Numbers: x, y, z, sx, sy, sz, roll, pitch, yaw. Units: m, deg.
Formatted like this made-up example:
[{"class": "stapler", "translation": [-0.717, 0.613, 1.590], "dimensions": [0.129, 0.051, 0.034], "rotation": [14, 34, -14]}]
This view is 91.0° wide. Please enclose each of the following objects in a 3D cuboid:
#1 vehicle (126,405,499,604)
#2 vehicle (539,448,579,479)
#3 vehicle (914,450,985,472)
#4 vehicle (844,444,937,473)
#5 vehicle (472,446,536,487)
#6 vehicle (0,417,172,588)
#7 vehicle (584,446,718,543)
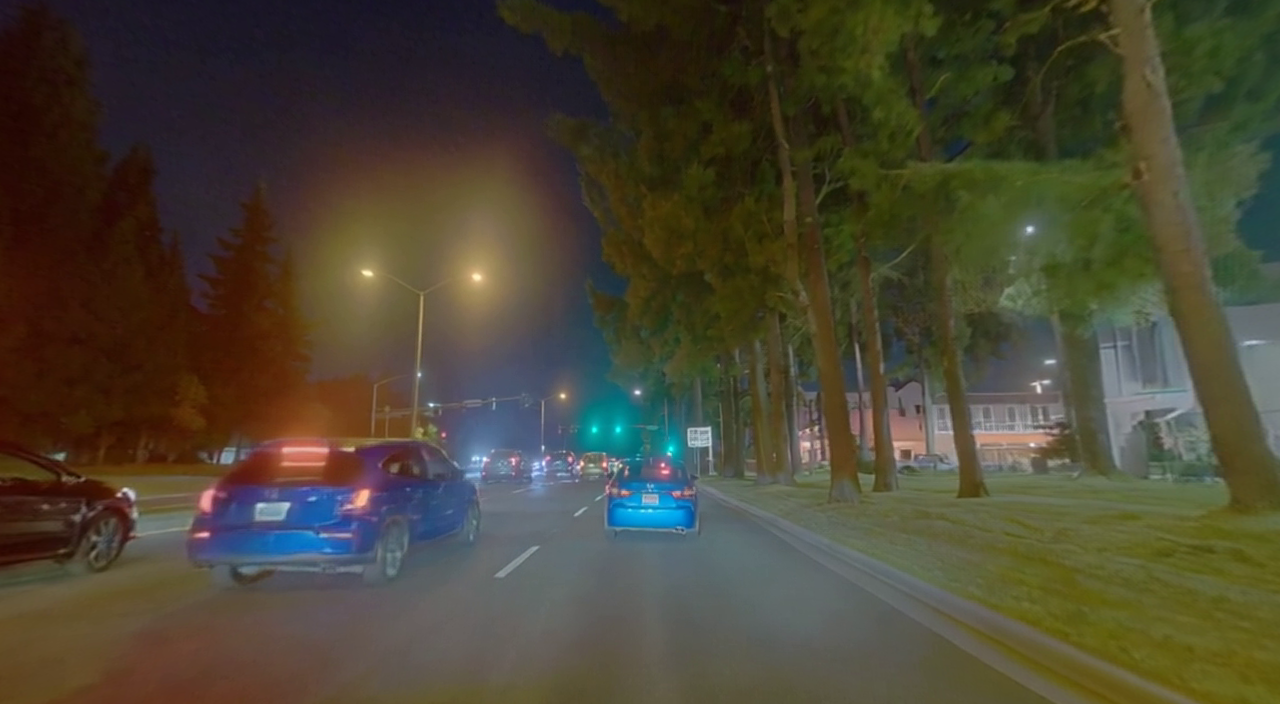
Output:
[{"class": "vehicle", "translation": [-3.414, 1.685, 7.948], "dimensions": [2.055, 1.725, 4.732], "rotation": [0, -8, 1]}, {"class": "vehicle", "translation": [-6.227, 8.606, 49.088], "dimensions": [2.348, 2.250, 5.004], "rotation": [0, -8, 2]}, {"class": "vehicle", "translation": [22.602, 7.985, 46.061], "dimensions": [4.220, 1.550, 1.935], "rotation": [-9, -13, 43]}, {"class": "vehicle", "translation": [18.420, 7.820, 46.471], "dimensions": [5.852, 1.962, 2.323], "rotation": [-8, -11, 42]}, {"class": "vehicle", "translation": [-6.667, 5.625, 31.365], "dimensions": [2.130, 1.900, 4.470], "rotation": [0, -8, 1]}, {"class": "vehicle", "translation": [-7.253, 1.471, 6.168], "dimensions": [1.968, 1.657, 4.230], "rotation": [0, -8, 1]}, {"class": "vehicle", "translation": [0.214, 2.528, 11.876], "dimensions": [2.091, 1.494, 3.962], "rotation": [0, -8, 1]}]
